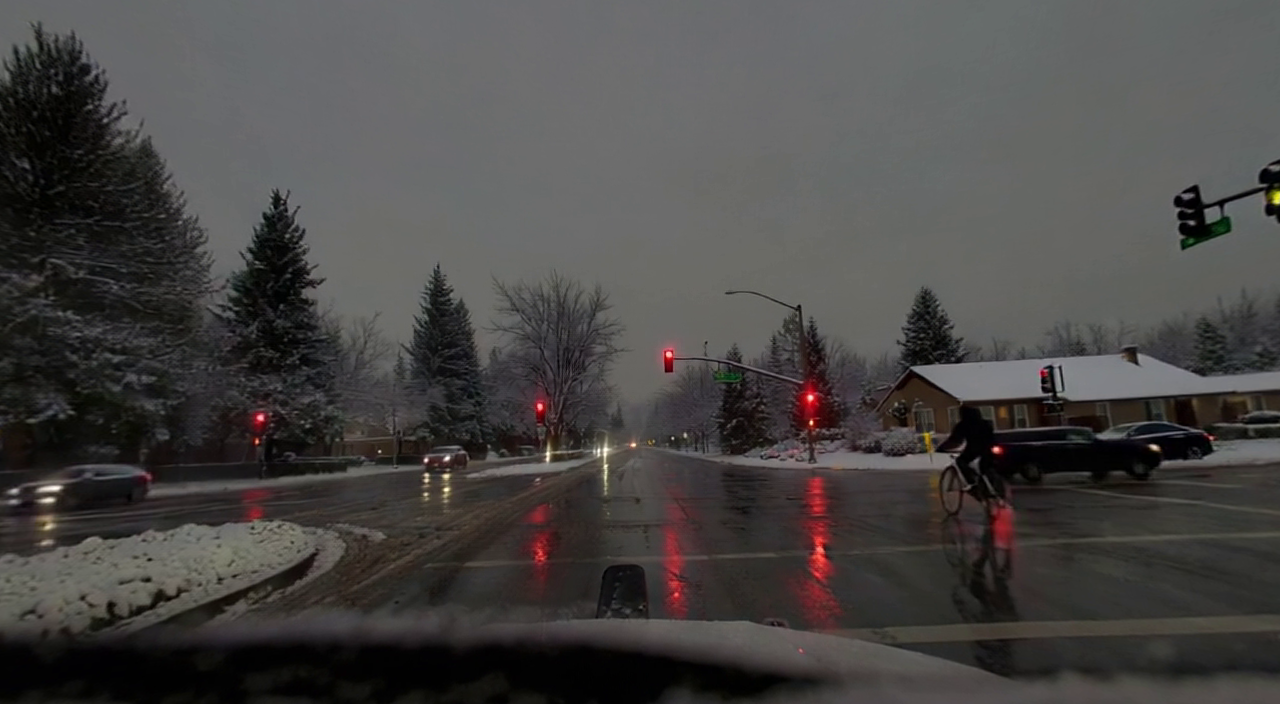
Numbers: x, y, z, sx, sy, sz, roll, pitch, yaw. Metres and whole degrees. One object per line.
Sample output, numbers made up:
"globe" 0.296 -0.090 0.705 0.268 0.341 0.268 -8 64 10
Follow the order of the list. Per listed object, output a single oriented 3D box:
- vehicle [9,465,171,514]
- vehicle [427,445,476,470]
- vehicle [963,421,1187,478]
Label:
"vehicle" -19.119 4.772 22.246 1.810 1.393 4.423 0 -9 -2
"vehicle" -13.859 7.749 46.558 2.148 1.753 4.558 0 -9 1
"vehicle" 12.155 2.787 17.946 4.749 1.496 2.017 -1 -9 6
